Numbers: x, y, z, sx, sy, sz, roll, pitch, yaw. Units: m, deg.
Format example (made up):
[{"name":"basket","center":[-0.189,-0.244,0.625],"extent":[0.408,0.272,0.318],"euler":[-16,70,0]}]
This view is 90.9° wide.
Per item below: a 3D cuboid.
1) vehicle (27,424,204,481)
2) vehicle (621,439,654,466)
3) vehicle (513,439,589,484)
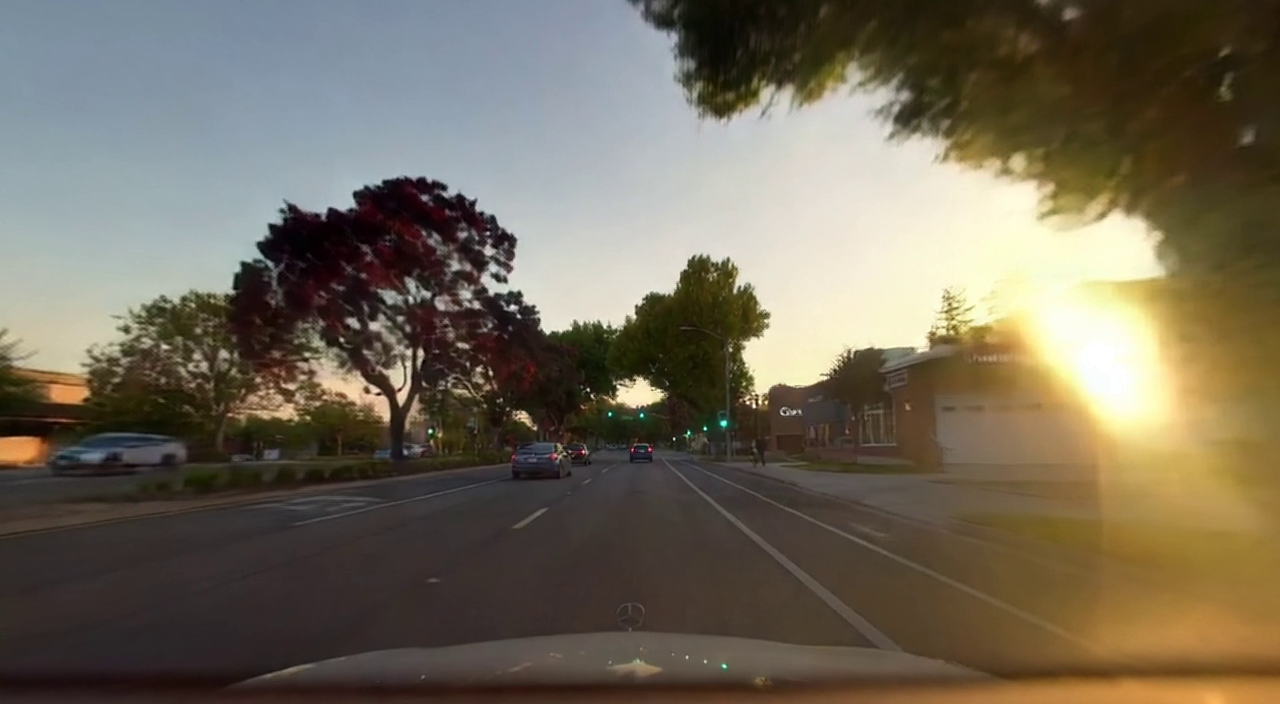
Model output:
[{"name":"vehicle","center":[-17.267,3.346,21.148],"extent":[2.032,1.689,4.624],"euler":[0,-8,-1]},{"name":"vehicle","center":[-0.148,6.851,43.248],"extent":[2.153,1.764,4.047],"euler":[0,-8,0]},{"name":"vehicle","center":[-3.074,3.885,22.726],"extent":[2.015,1.470,4.458],"euler":[0,-8,1]}]
